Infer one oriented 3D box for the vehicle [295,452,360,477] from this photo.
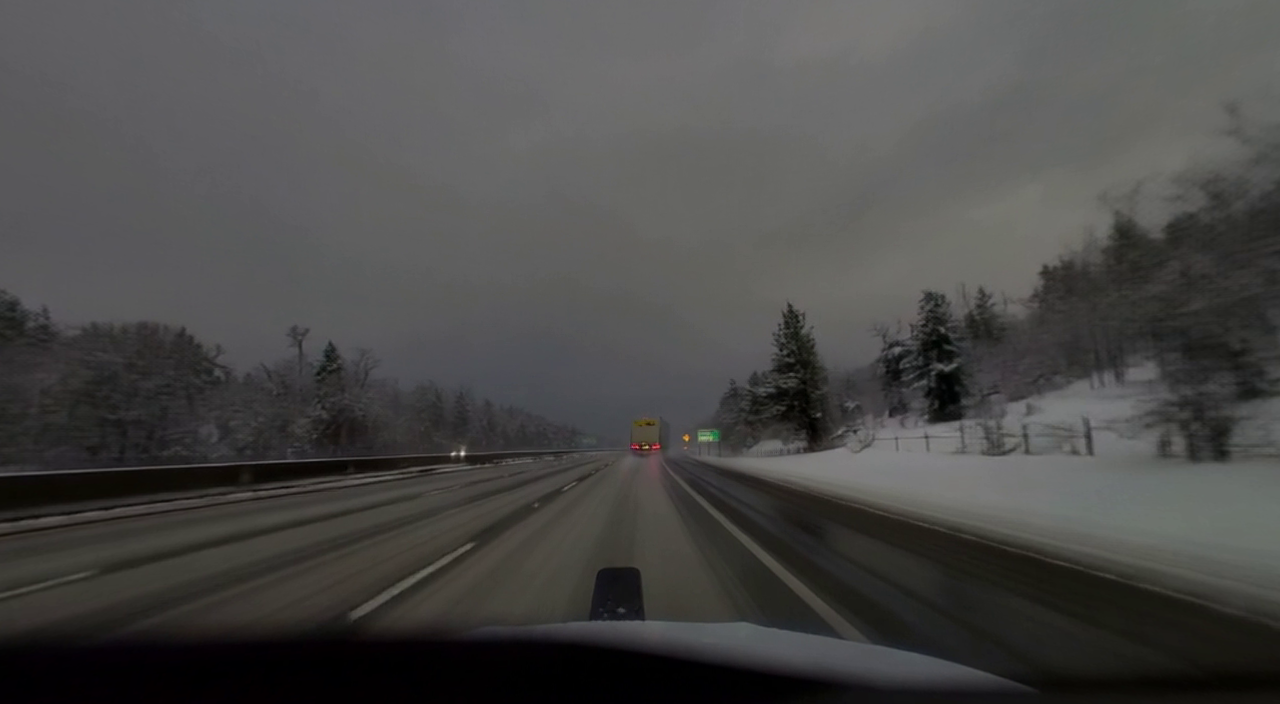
[{"bbox_3d":[-20.034,7.189,40.670,1.840,1.486,4.313,-1,-9,1],"label":"vehicle"}]
